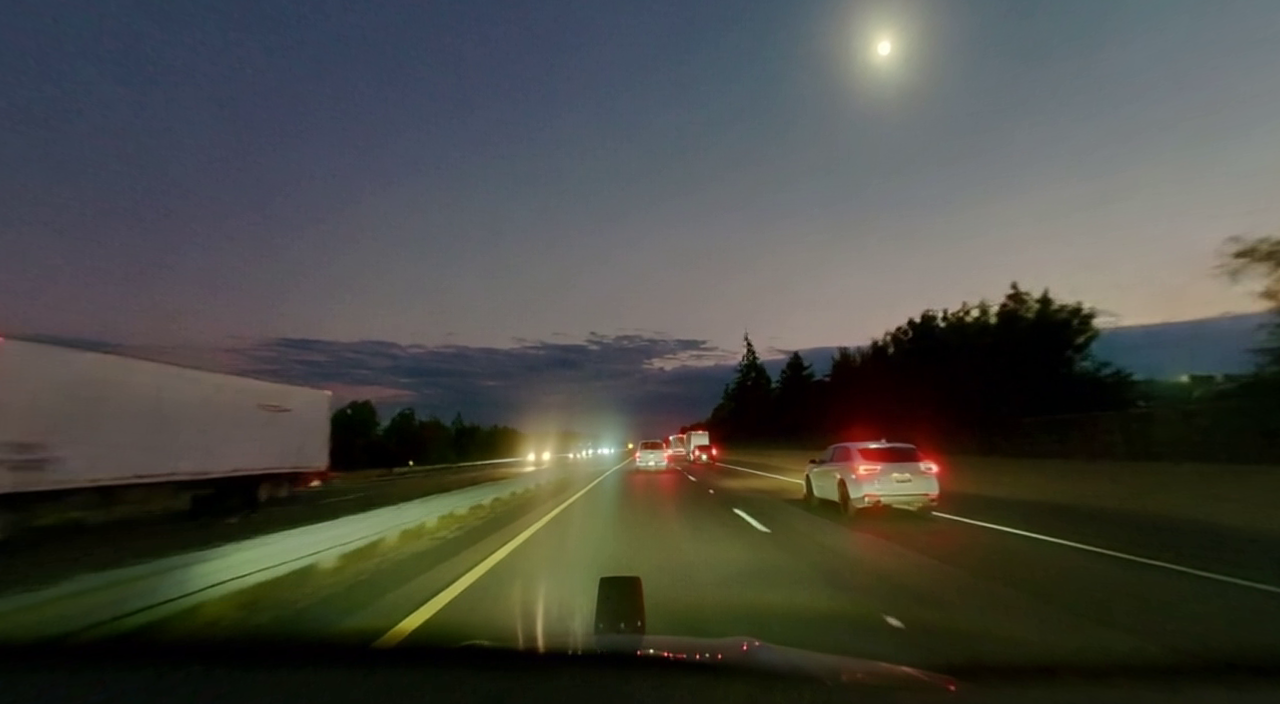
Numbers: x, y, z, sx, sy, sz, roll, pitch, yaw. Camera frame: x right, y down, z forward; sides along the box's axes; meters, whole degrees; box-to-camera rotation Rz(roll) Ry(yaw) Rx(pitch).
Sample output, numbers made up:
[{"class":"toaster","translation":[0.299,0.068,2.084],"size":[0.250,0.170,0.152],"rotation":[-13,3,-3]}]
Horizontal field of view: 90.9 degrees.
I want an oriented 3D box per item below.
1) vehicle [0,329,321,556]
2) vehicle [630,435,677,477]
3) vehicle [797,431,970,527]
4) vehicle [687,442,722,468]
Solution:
[{"class":"vehicle","translation":[-13.232,2.333,15.943],"size":[2.898,4.145,14.046],"rotation":[0,-9,0]},{"class":"vehicle","translation":[0.622,5.074,30.934],"size":[2.143,1.925,4.101],"rotation":[0,-9,1]},{"class":"vehicle","translation":[4.463,2.360,12.189],"size":[1.868,1.566,3.509],"rotation":[0,-9,-1]},{"class":"vehicle","translation":[4.414,7.145,43.785],"size":[1.961,1.689,3.971],"rotation":[0,-9,-1]}]
